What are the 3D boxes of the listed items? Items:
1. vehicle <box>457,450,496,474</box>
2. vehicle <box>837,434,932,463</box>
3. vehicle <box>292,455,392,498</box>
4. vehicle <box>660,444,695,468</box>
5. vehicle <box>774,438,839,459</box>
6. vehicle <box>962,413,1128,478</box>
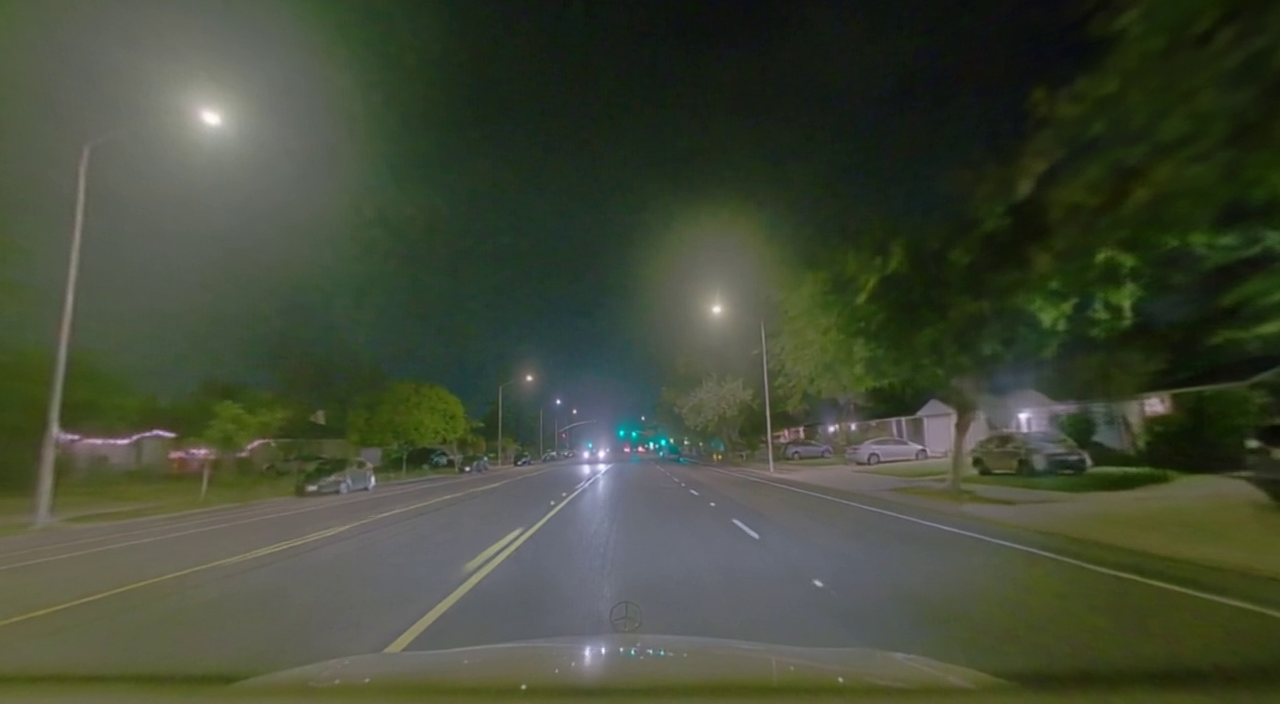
[{"bbox_3d":[-12.330,8.307,48.002,1.822,1.699,4.791,0,-9,-2],"label":"vehicle"},{"bbox_3d":[12.812,5.068,33.218,4.237,1.476,1.743,0,-9,0],"label":"vehicle"},{"bbox_3d":[-11.634,4.856,25.015,1.851,1.459,4.295,0,-9,0],"label":"vehicle"},{"bbox_3d":[2.574,7.289,44.348,1.983,1.557,4.078,0,-9,-3],"label":"vehicle"},{"bbox_3d":[12.140,7.066,46.232,4.183,1.516,1.884,0,-8,2],"label":"vehicle"},{"bbox_3d":[11.970,2.827,19.147,2.044,1.716,4.637,0,-9,2],"label":"vehicle"}]
